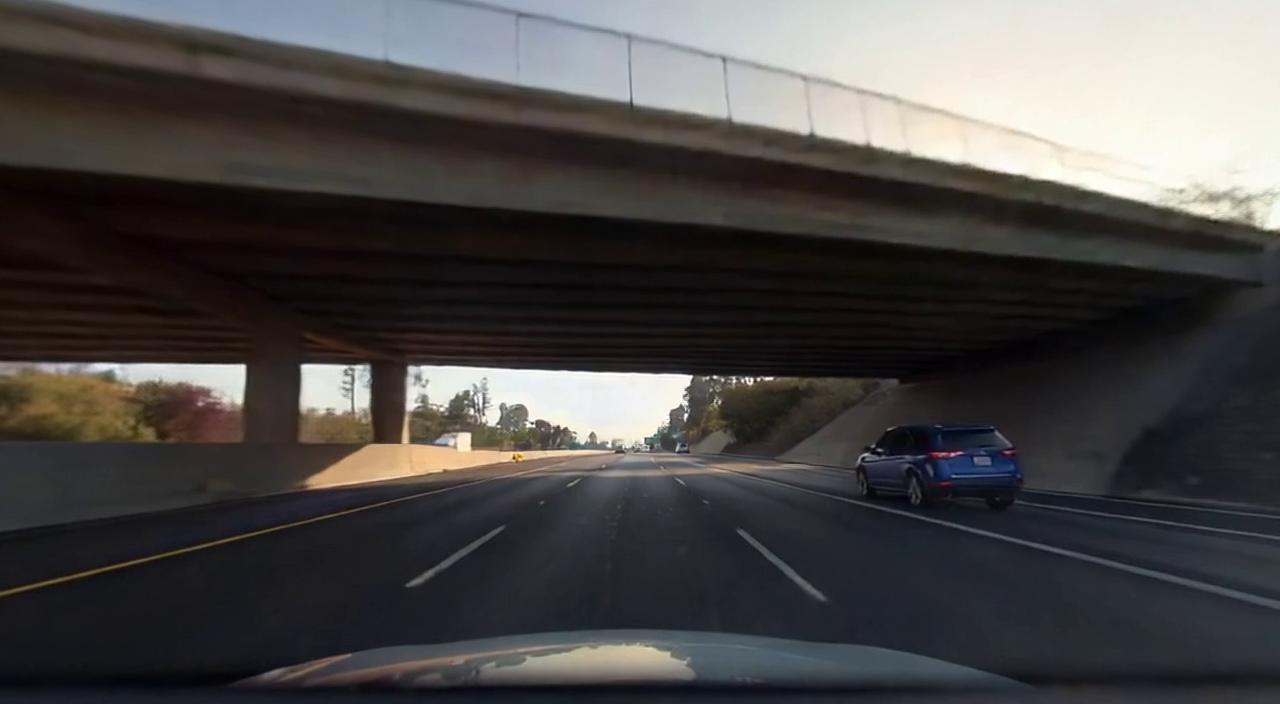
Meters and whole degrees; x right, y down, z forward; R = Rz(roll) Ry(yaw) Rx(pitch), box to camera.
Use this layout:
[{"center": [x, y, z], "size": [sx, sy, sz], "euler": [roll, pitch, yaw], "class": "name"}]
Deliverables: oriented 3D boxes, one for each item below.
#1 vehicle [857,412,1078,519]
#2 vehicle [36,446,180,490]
[{"center": [6.705, 2.387, 13.735], "size": [2.222, 1.899, 4.595], "euler": [0, -8, -1], "class": "vehicle"}, {"center": [-25.964, 5.621, 31.197], "size": [2.307, 1.950, 5.571], "euler": [0, -8, -1], "class": "vehicle"}]
